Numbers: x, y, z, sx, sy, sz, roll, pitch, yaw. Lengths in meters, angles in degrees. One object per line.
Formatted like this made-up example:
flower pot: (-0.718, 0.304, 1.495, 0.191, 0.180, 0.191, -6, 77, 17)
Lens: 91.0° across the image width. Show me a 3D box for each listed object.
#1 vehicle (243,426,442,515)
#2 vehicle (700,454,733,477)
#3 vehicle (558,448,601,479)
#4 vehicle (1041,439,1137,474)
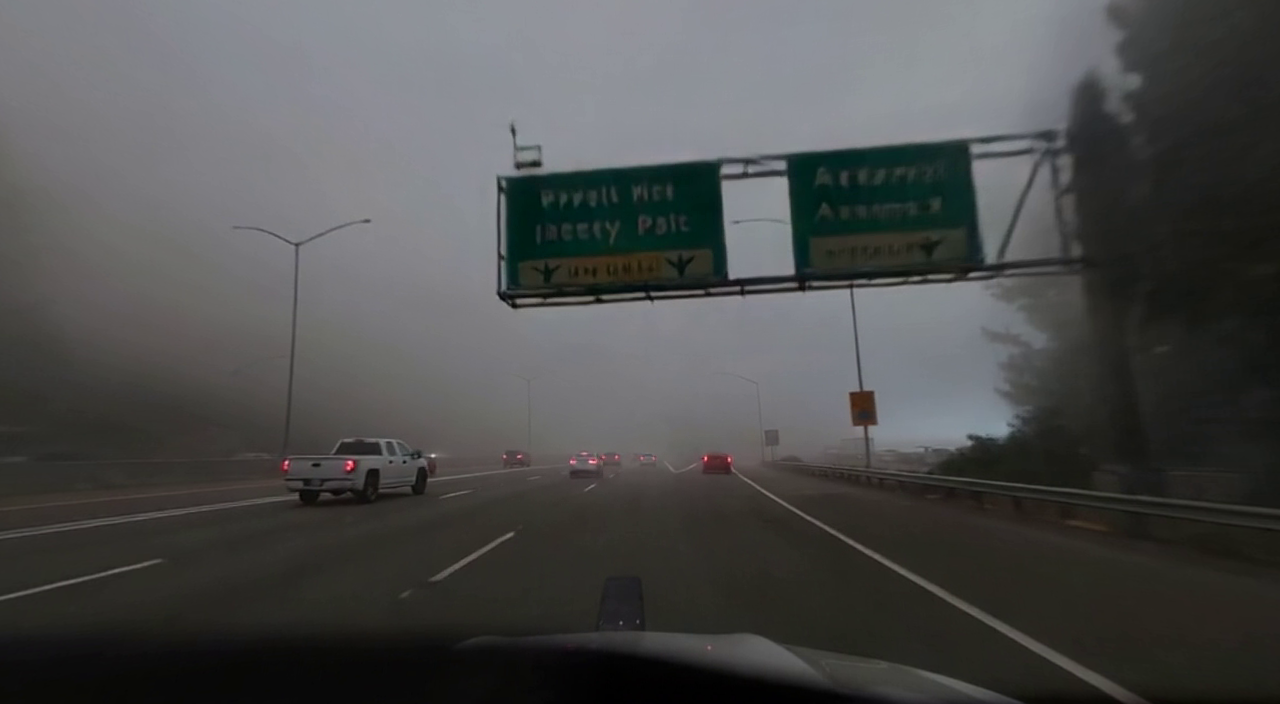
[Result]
vehicle: (-7.291, 2.971, 16.394, 2.250, 1.870, 5.647, 0, -9, 2)
vehicle: (5.580, 8.272, 46.278, 2.153, 1.510, 4.646, 0, -9, 4)
vehicle: (-3.689, 6.869, 39.097, 2.132, 1.708, 4.571, 0, -9, 1)
vehicle: (22.659, 5.285, 32.065, 1.883, 1.596, 5.181, -1, -9, 10)
